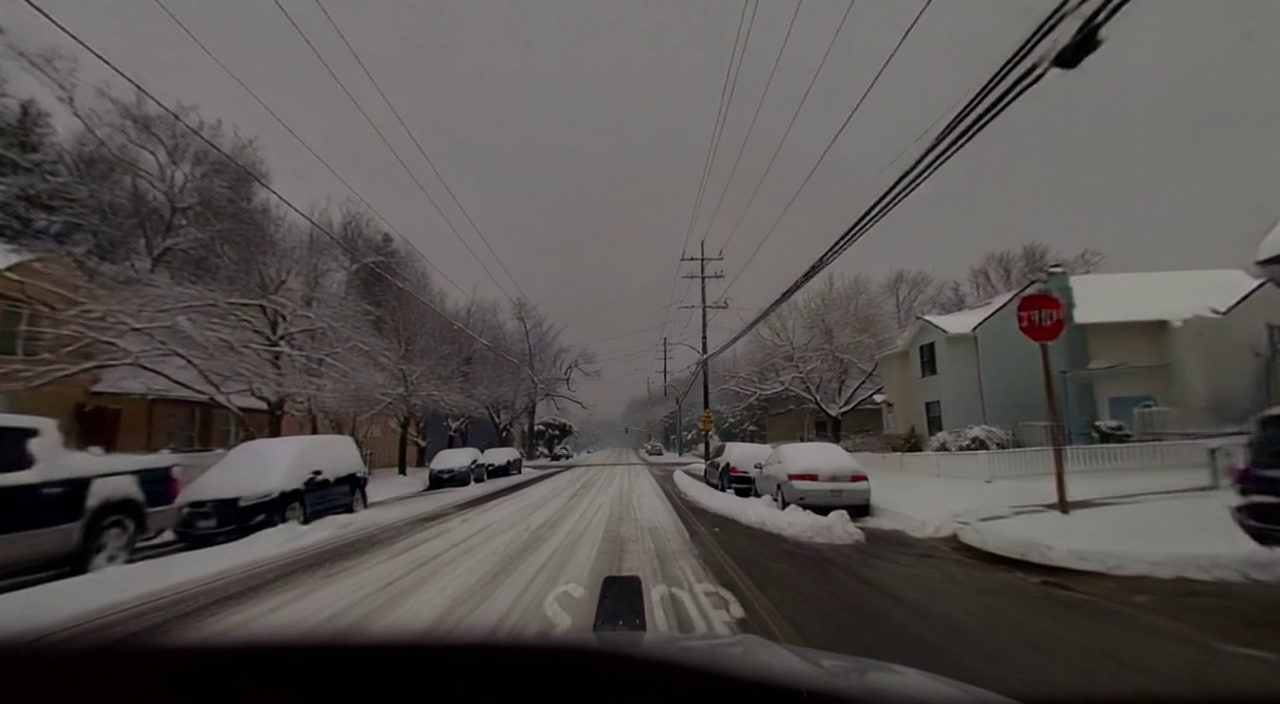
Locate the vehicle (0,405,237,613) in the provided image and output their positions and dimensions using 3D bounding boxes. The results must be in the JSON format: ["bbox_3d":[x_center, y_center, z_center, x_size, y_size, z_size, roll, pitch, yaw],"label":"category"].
[{"bbox_3d":[-6.546,1.400,5.777,2.136,1.757,5.365,0,-9,0],"label":"vehicle"}]

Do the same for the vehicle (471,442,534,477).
[{"bbox_3d":[-6.546,5.186,30.602,2.026,1.560,4.062,0,-9,2],"label":"vehicle"}]

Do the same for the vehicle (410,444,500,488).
[{"bbox_3d":[-6.811,4.225,23.829,2.056,1.481,4.451,0,-9,0],"label":"vehicle"}]

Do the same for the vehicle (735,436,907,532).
[{"bbox_3d":[3.367,2.561,13.057,1.963,1.536,5.446,0,-9,0],"label":"vehicle"}]

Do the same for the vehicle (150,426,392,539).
[{"bbox_3d":[-6.561,2.351,12.025,1.896,1.703,4.586,0,-9,-1],"label":"vehicle"}]

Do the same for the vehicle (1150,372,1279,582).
[{"bbox_3d":[8.415,1.031,5.647,5.541,1.820,2.319,-2,-10,1],"label":"vehicle"}]

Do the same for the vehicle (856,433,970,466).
[{"bbox_3d":[16.874,6.059,39.278,6.022,1.953,2.250,0,-9,1],"label":"vehicle"}]
